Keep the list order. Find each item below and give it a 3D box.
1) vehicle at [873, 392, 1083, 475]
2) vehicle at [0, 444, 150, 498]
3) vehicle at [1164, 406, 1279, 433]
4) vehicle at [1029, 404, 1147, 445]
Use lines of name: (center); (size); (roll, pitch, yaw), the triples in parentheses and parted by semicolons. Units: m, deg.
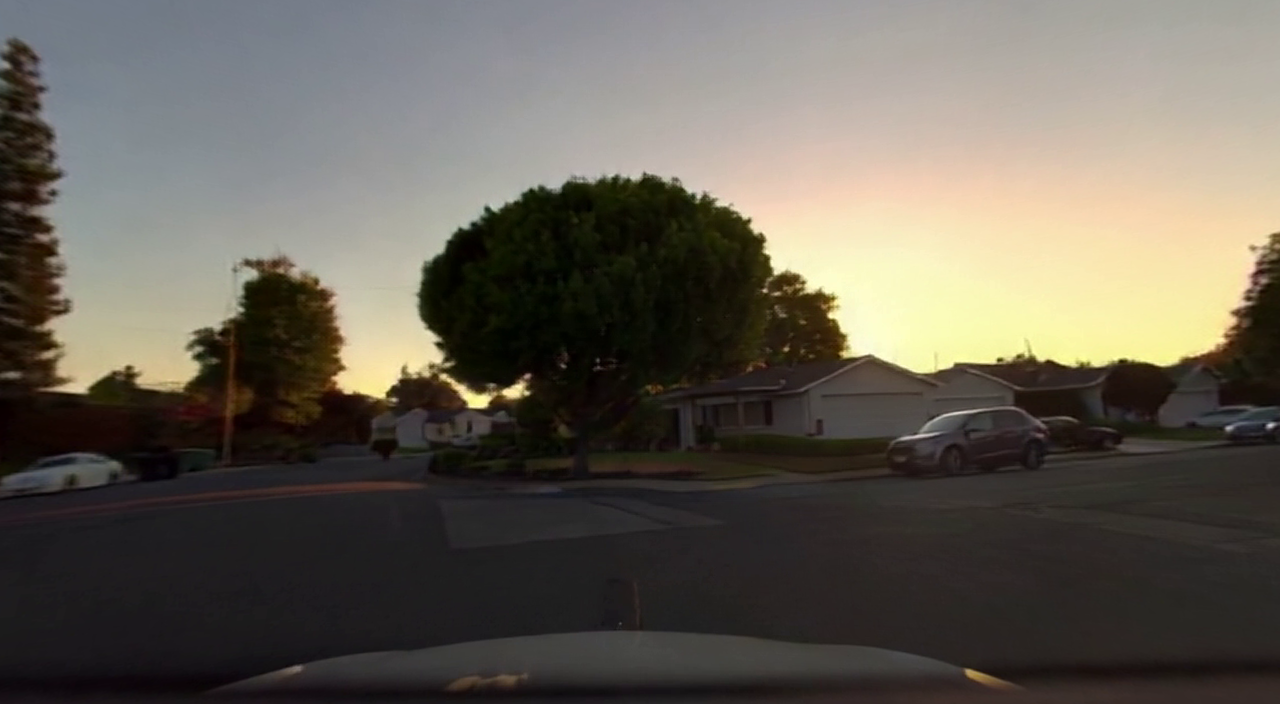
vehicle: (9.991, 2.430, 18.509); (6.088, 2.084, 2.337); (4, -10, -28)
vehicle: (-18.557, 3.863, 21.002); (2.040, 1.525, 5.212); (3, -9, -22)
vehicle: (37.696, 4.465, 40.963); (2.079, 1.558, 4.977); (4, -9, -26)
vehicle: (22.824, 3.791, 32.286); (2.029, 1.747, 4.373); (3, -11, -21)
